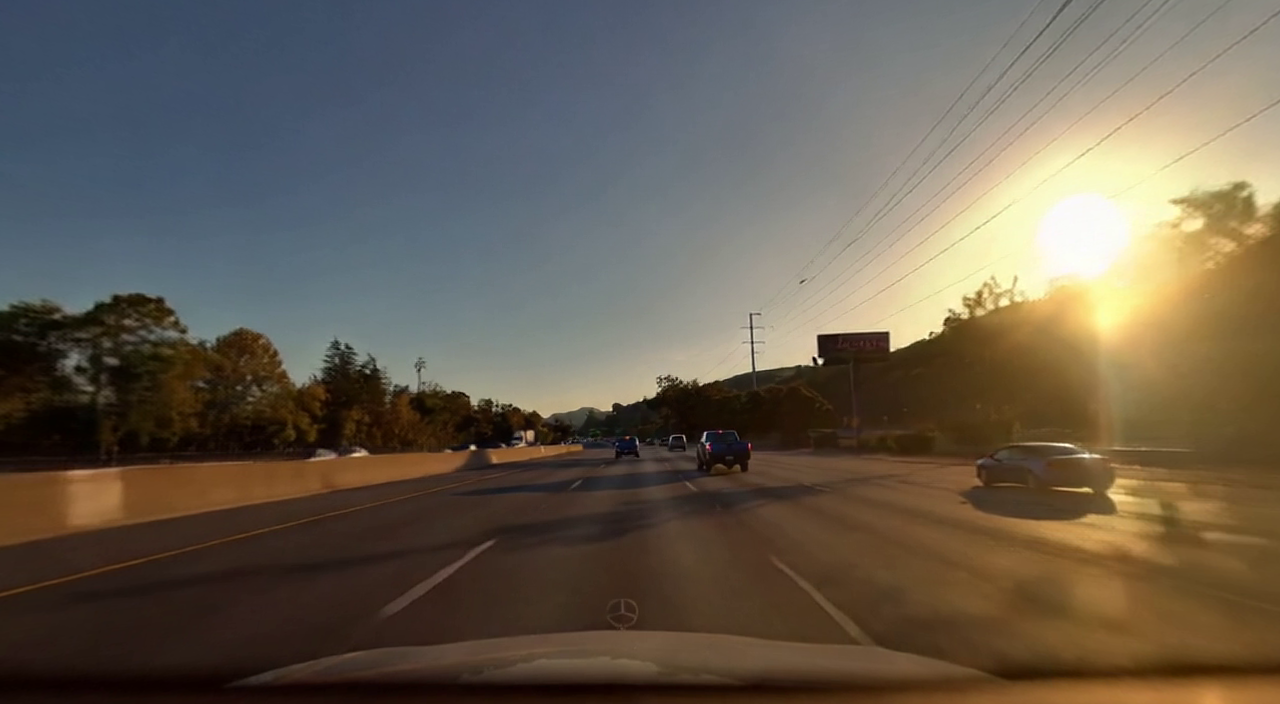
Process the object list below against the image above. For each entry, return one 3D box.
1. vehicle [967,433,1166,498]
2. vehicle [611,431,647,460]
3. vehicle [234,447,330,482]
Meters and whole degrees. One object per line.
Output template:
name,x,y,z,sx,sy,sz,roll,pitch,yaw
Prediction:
vehicle,11.053,2.958,16.863,2.076,1.470,4.644,0,-8,0
vehicle,-0.735,6.973,46.970,2.508,2.023,6.176,0,-8,0
vehicle,-17.357,5.458,30.853,1.940,1.486,4.710,0,-8,0
